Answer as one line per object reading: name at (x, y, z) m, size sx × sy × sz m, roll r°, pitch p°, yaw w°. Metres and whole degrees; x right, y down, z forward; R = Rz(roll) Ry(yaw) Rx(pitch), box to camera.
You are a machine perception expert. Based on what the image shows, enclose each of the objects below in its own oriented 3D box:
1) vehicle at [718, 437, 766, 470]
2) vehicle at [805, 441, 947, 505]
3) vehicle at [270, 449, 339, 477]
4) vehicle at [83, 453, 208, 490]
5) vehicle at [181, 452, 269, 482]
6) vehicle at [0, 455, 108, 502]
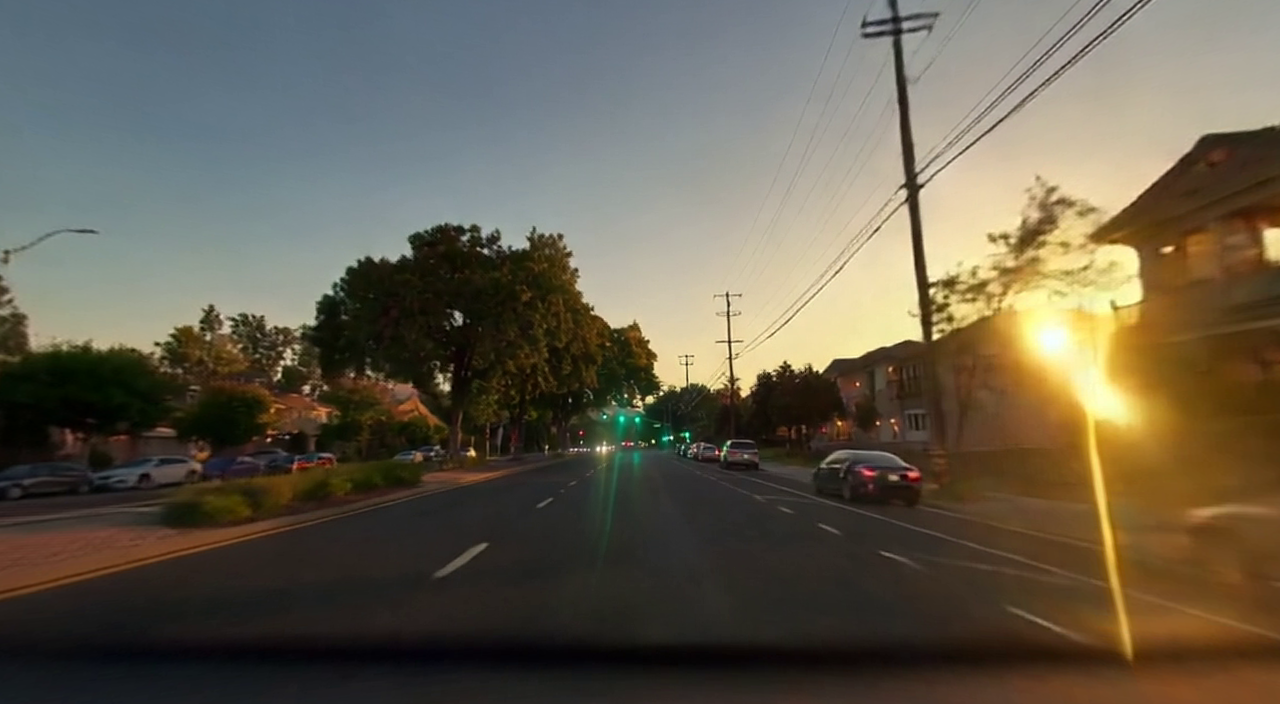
vehicle at (5.893, 5.936, 36.934) m, size 2.004 × 1.816 × 4.585 m, roll 0°, pitch -9°, yaw -1°
vehicle at (6.114, 3.176, 16.947) m, size 1.945 × 1.481 × 4.421 m, roll 1°, pitch -9°, yaw -3°
vehicle at (-22.039, 7.273, 41.448) m, size 1.911 × 1.473 × 4.610 m, roll -1°, pitch -6°, yaw 3°
vehicle at (-22.211, 5.363, 28.507) m, size 1.810 × 1.490 × 4.783 m, roll 0°, pitch -9°, yaw 0°
vehicle at (-22.250, 6.167, 33.895) m, size 1.785 × 1.461 × 4.377 m, roll 0°, pitch -9°, yaw 0°
vehicle at (-22.212, 4.503, 22.716) m, size 1.902 × 1.478 × 4.755 m, roll 1°, pitch -9°, yaw -3°
